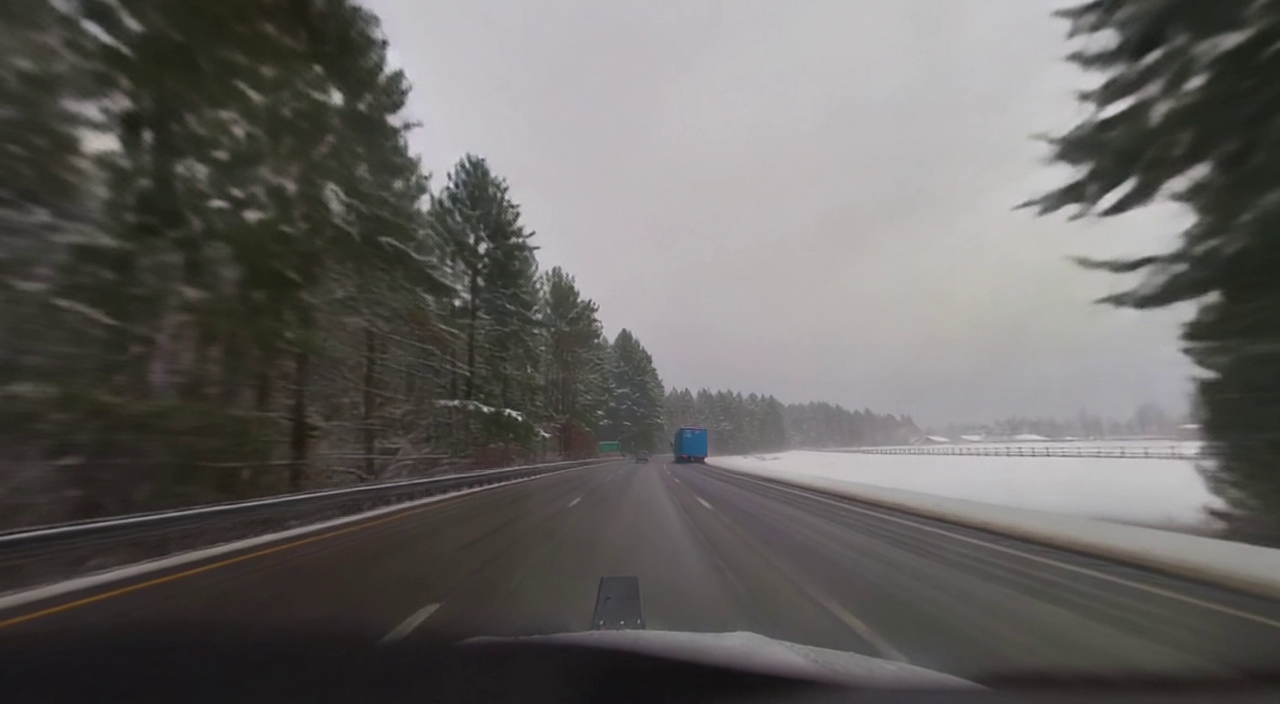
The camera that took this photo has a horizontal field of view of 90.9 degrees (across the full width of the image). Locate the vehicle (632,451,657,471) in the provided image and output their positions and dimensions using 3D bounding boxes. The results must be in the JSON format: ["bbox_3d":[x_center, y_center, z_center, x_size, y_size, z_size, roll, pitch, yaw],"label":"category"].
[{"bbox_3d":[0.377,8.515,49.531,1.900,1.497,3.732,0,-9,1],"label":"vehicle"}]

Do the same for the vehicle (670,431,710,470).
[{"bbox_3d":[3.770,7.658,48.737,2.572,2.795,5.978,0,-9,-1],"label":"vehicle"}]
